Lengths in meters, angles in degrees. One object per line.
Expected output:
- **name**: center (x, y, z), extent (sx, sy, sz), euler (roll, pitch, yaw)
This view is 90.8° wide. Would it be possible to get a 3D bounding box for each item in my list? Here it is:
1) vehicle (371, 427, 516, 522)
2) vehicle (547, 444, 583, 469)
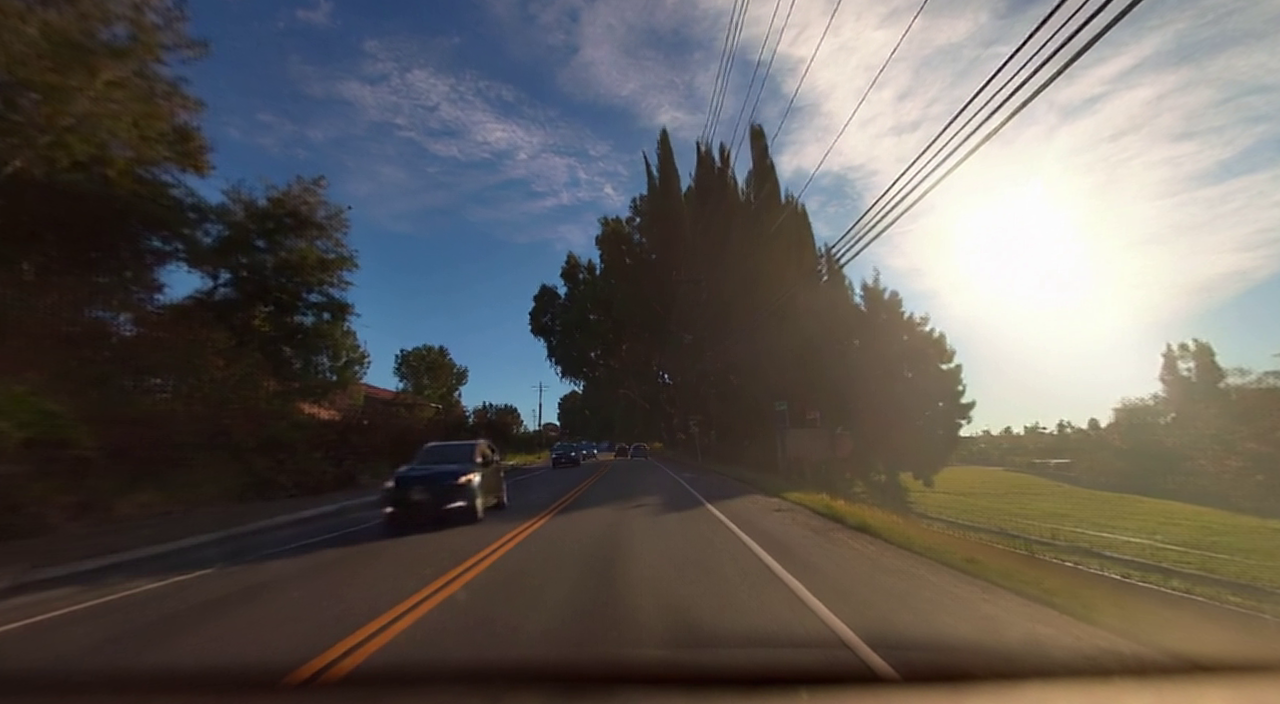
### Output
- **vehicle**: center (-4.269, 2.715, 14.569), extent (1.968, 1.813, 4.409), euler (0, -8, -1)
- **vehicle**: center (-5.288, 7.430, 45.118), extent (2.114, 1.712, 4.340), euler (0, -8, -2)
